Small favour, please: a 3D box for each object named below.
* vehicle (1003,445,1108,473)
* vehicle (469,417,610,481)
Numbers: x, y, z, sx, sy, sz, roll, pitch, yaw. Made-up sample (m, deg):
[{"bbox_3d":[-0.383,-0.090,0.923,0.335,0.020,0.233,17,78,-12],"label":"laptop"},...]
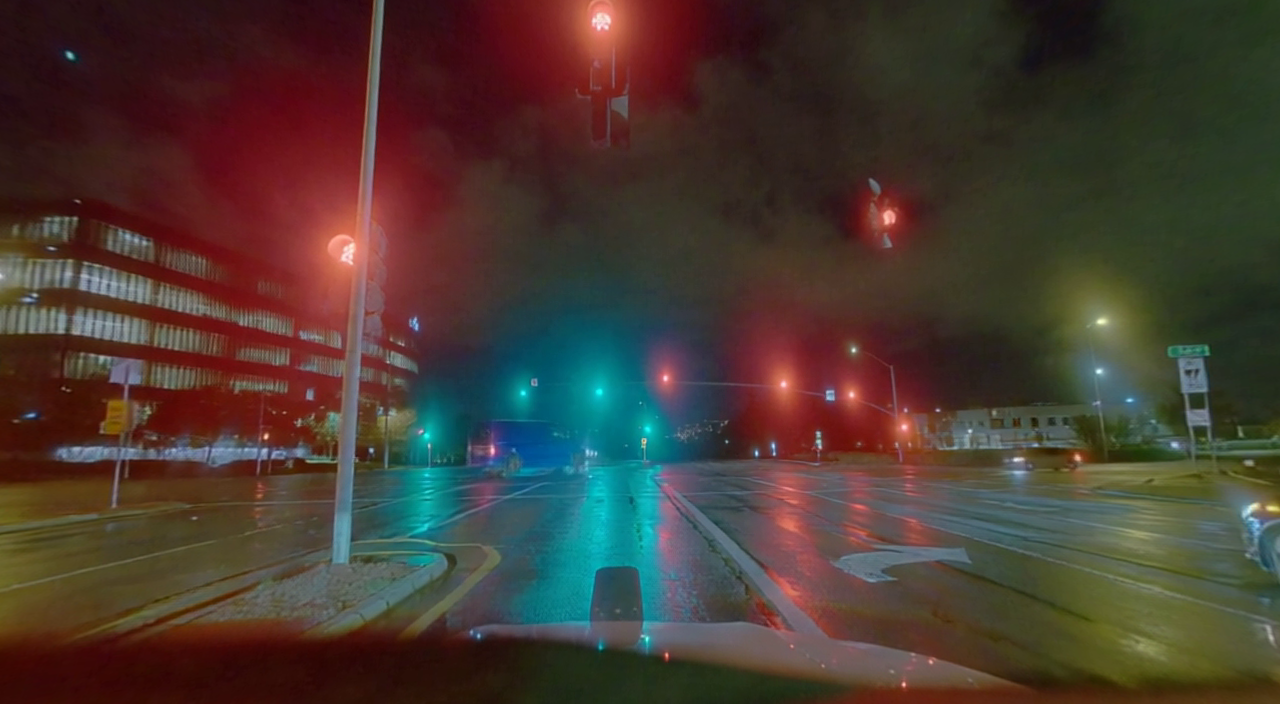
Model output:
[{"bbox_3d":[24.305,6.280,36.755,4.736,1.542,1.966,0,-9,-2],"label":"vehicle"},{"bbox_3d":[-5.270,5.190,33.822,7.088,3.096,2.678,7,-11,-39],"label":"vehicle"}]
